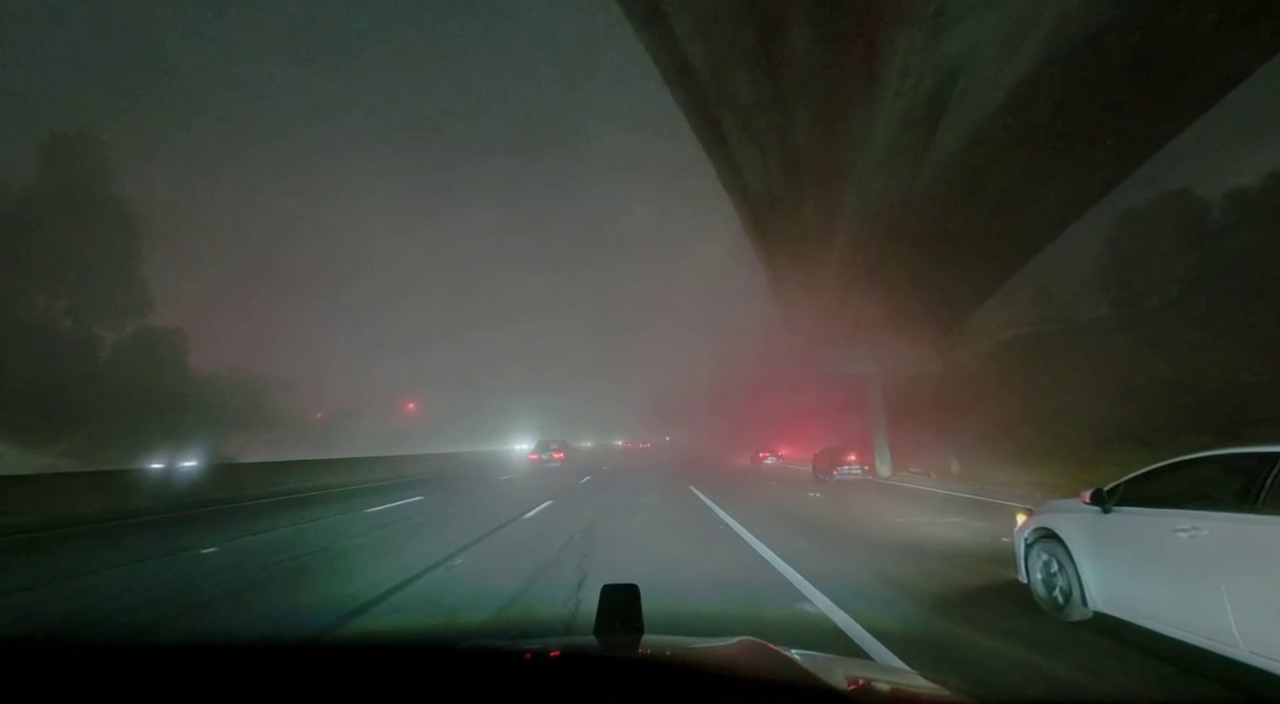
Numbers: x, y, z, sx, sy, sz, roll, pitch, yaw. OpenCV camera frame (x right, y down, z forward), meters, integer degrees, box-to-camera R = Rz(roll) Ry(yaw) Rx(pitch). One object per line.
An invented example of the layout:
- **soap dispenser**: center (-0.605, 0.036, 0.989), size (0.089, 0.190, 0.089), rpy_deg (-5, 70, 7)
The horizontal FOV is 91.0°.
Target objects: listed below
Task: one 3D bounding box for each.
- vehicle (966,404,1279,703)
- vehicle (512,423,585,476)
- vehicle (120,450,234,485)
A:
- **vehicle**: center (3.724, 1.011, 2.737), size (2.047, 1.532, 4.884), rpy_deg (0, -9, 1)
- **vehicle**: center (-4.099, 4.562, 29.545), size (2.496, 2.203, 6.317), rpy_deg (0, -9, 0)
- **vehicle**: center (-22.112, 5.520, 30.346), size (1.884, 1.511, 4.549), rpy_deg (0, -9, 3)
